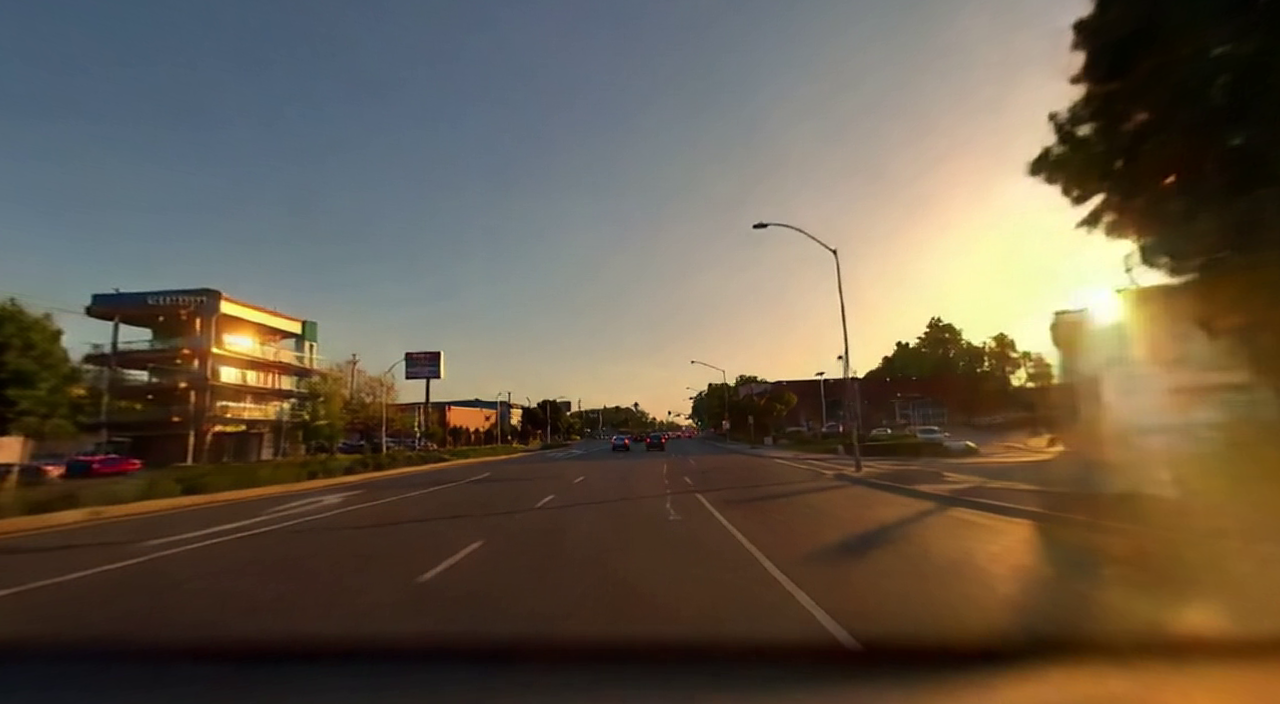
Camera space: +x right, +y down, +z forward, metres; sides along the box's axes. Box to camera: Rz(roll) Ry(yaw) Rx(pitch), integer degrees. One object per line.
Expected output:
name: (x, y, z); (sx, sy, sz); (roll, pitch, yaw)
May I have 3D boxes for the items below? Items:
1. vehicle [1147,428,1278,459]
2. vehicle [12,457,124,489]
vehicle: (27.597, 4.463, 30.571); (4.225, 1.404, 1.994); (-1, -9, 5)
vehicle: (-33.615, 7.136, 37.229); (4.743, 1.760, 2.046); (-1, -9, 4)
